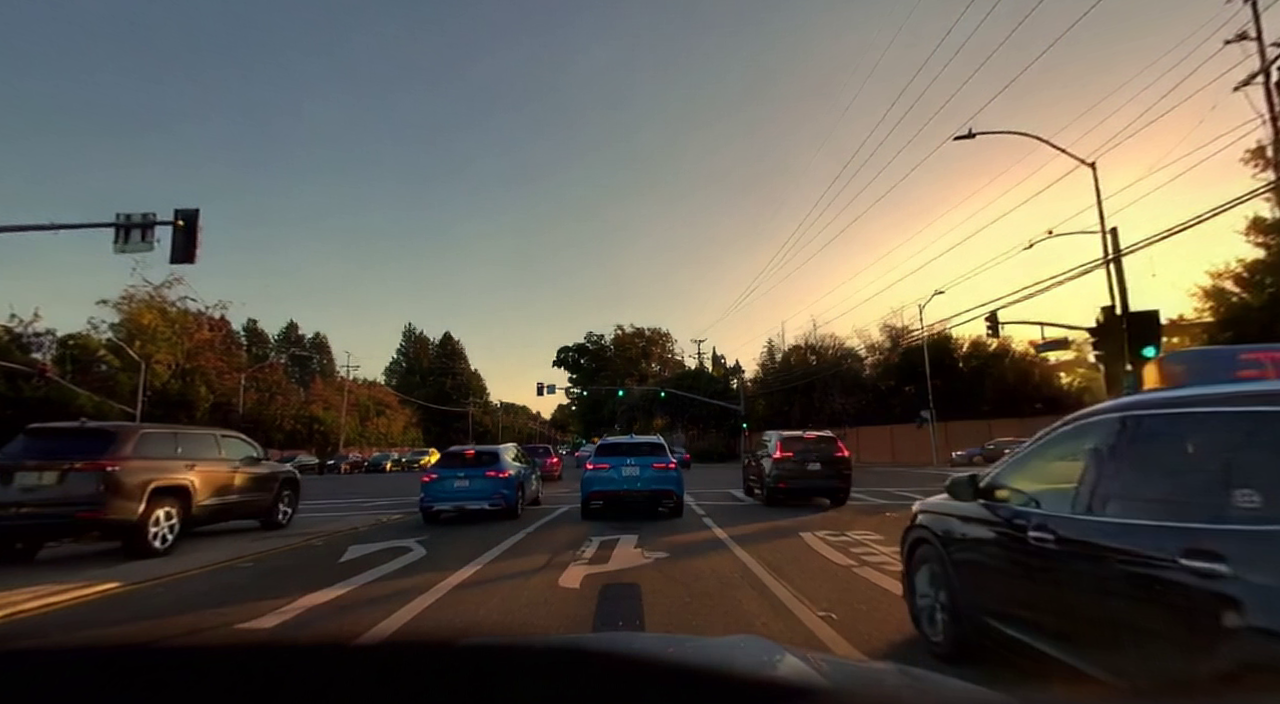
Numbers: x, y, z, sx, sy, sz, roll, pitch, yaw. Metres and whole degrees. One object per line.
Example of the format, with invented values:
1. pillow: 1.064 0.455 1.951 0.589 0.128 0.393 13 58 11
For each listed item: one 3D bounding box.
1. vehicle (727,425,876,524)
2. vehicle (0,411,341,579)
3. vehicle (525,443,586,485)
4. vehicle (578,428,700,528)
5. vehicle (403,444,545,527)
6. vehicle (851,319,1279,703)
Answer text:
1. vehicle: 3.286 2.598 13.942 1.999 1.789 4.583 0 -9 -1
2. vehicle: -6.585 1.909 9.265 2.116 1.812 4.609 0 -9 0
3. vehicle: -3.538 4.776 27.275 1.939 1.652 4.268 0 -9 1
4. vehicle: -0.024 2.502 13.077 2.111 1.712 4.078 0 -9 0
5. vehicle: -3.325 2.748 13.664 1.881 1.466 4.484 0 -9 -1
6. vehicle: 2.766 0.926 2.895 2.034 1.655 4.465 0 -9 0
